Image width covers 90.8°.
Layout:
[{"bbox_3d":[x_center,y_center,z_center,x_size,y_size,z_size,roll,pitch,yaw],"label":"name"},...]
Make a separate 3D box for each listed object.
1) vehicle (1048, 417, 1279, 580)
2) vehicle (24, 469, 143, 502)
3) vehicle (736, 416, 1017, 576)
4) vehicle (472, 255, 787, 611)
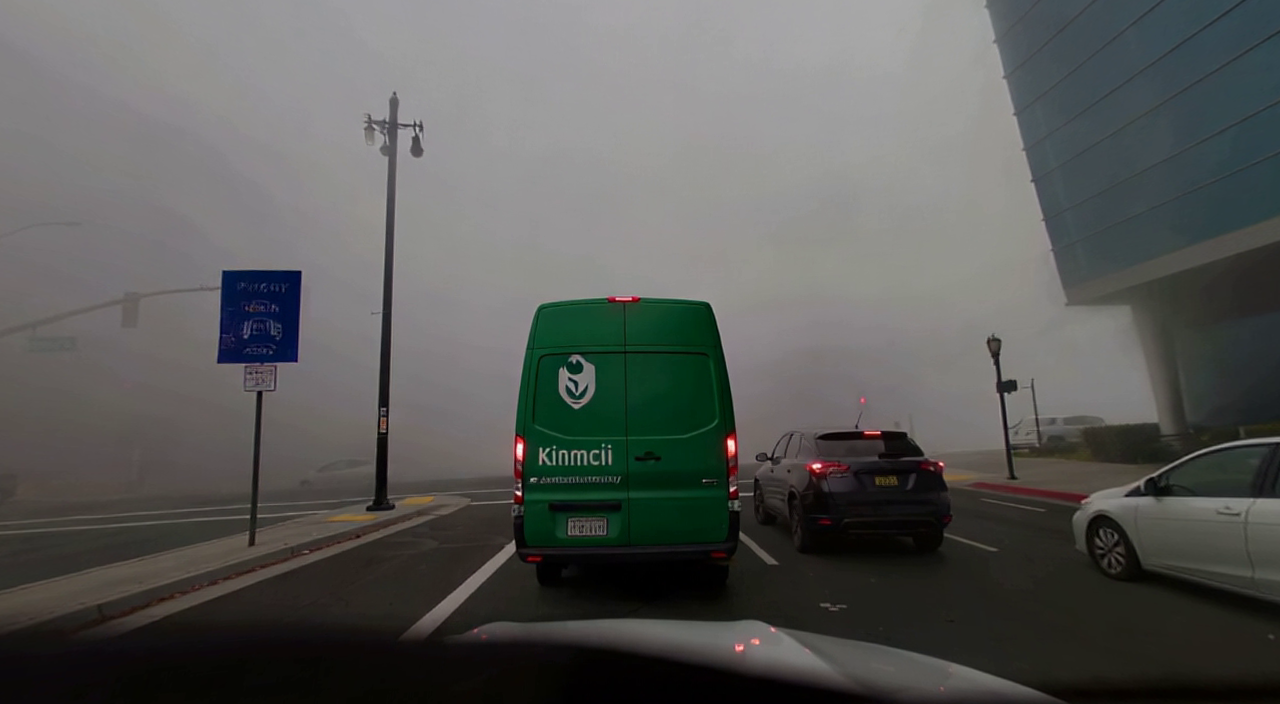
[{"bbox_3d":[7.531,1.587,7.019,1.963,1.669,4.678,3,-9,-20],"label":"vehicle"},{"bbox_3d":[-31.097,7.450,35.412,4.806,1.652,1.869,0,-8,-2],"label":"vehicle"},{"bbox_3d":[2.876,1.868,9.050,2.183,1.676,4.506,0,-8,-1],"label":"vehicle"},{"bbox_3d":[-0.045,1.181,9.077,2.613,3.035,7.342,0,-8,1],"label":"vehicle"}]
